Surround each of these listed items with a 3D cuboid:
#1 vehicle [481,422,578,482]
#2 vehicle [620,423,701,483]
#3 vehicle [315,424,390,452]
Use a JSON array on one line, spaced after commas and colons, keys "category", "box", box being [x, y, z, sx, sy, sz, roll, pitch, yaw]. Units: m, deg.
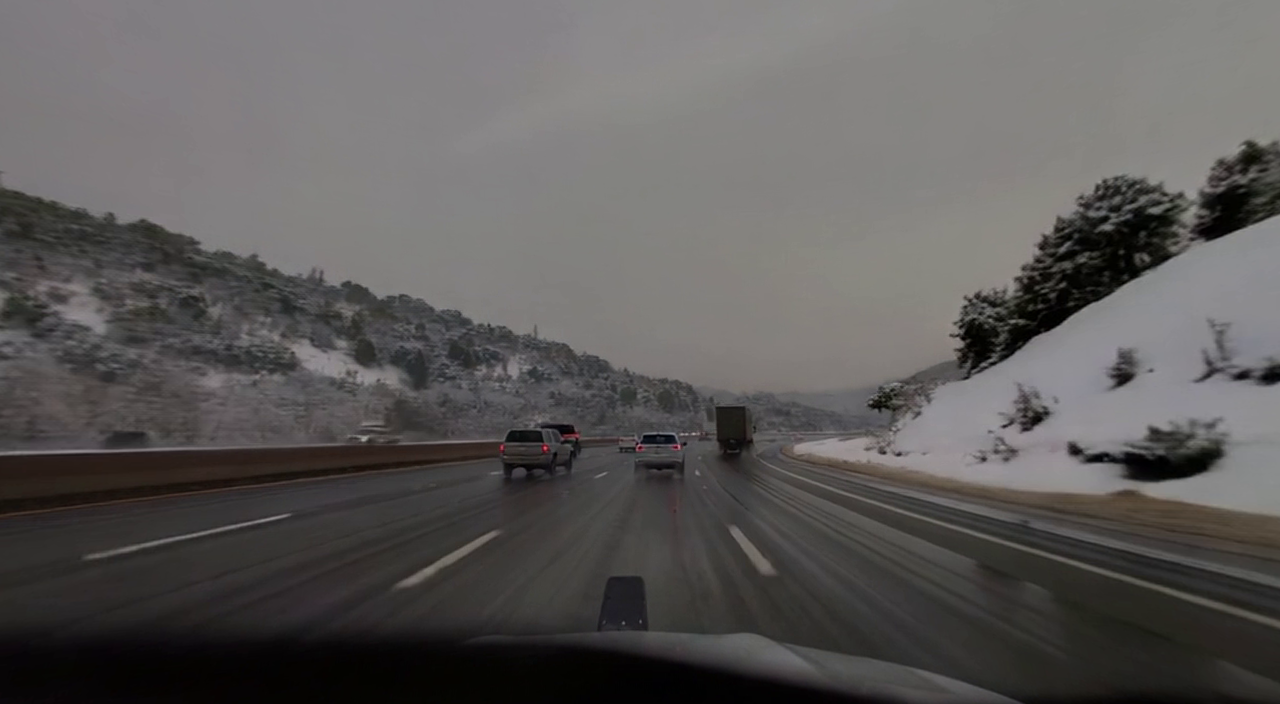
[{"category": "vehicle", "box": [-3.426, 3.235, 20.530, 2.077, 1.712, 4.406, -1, -8, 4]}, {"category": "vehicle", "box": [0.787, 3.440, 21.672, 2.484, 1.820, 4.497, -1, -8, 4]}, {"category": "vehicle", "box": [-19.151, 5.806, 42.331, 2.302, 1.711, 4.966, -1, -8, 6]}]
